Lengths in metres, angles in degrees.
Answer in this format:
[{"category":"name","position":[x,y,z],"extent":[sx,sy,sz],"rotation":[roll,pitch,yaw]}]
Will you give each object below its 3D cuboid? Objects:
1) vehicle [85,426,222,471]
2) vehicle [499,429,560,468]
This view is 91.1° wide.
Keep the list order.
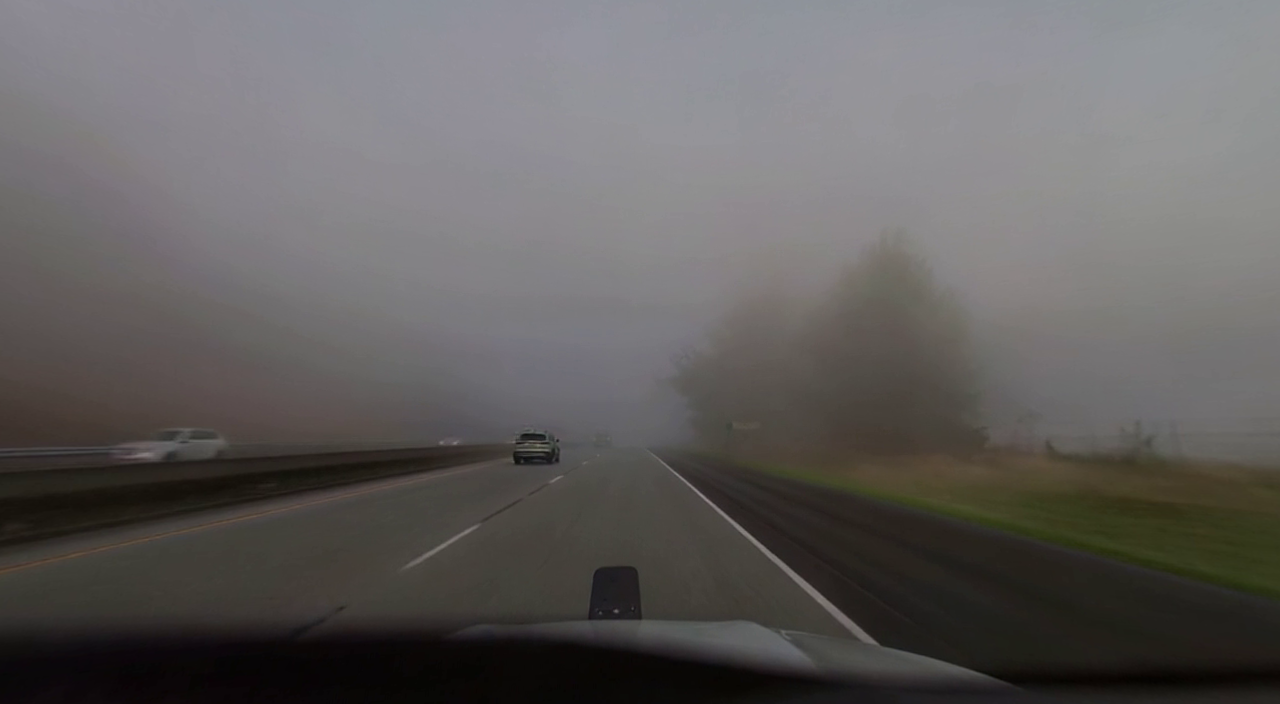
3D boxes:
[{"category":"vehicle","position":[-17.267,3.427,22.582],"extent":[1.840,1.483,3.848],"rotation":[0,-8,-1]},{"category":"vehicle","position":[-4.980,4.434,29.083],"extent":[2.070,1.647,4.577],"rotation":[0,-8,-1]}]
